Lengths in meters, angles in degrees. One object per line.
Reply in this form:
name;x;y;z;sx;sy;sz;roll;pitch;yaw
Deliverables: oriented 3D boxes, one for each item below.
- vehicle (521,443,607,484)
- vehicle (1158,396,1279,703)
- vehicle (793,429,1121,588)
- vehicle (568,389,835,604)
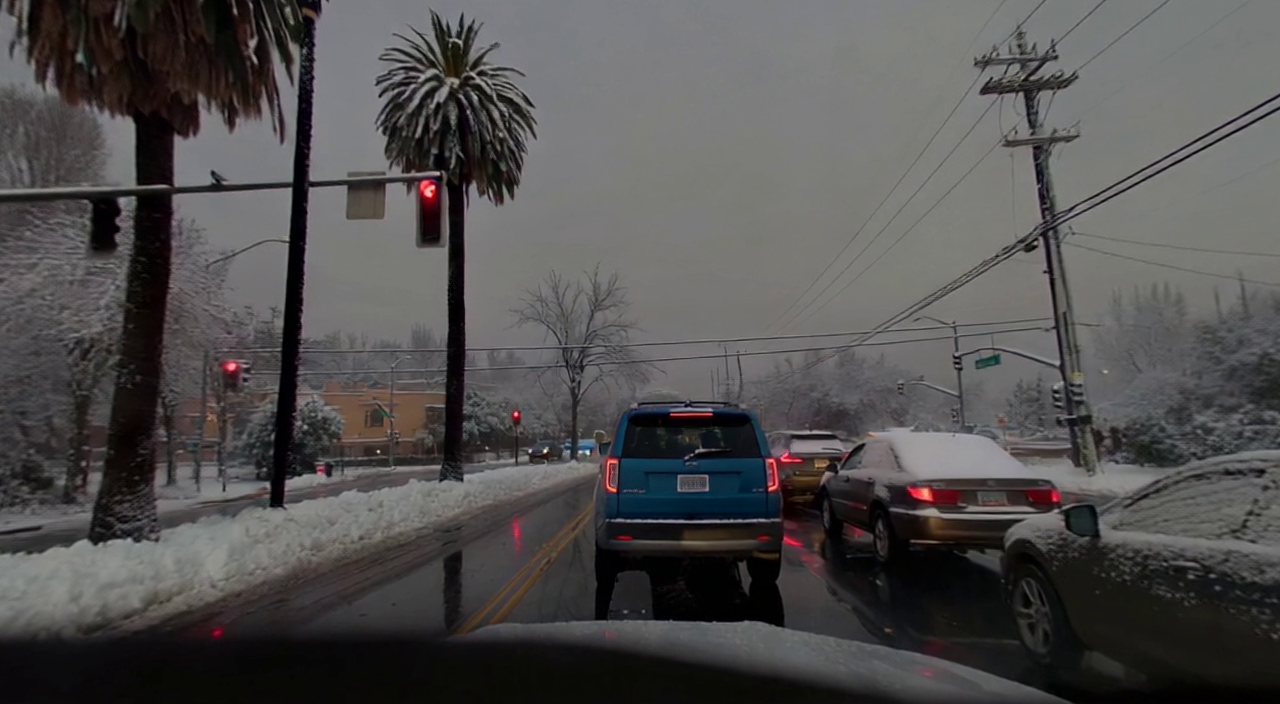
vehicle;-3.410;4.841;27.689;1.964;1.628;4.415;6;-10;-33
vehicle;3.353;0.663;0.743;1.805;1.485;4.348;0;-9;1
vehicle;3.465;1.775;8.026;1.895;1.456;4.255;0;-9;-1
vehicle;0.446;1.525;7.471;2.228;1.780;4.269;0;-9;-2
